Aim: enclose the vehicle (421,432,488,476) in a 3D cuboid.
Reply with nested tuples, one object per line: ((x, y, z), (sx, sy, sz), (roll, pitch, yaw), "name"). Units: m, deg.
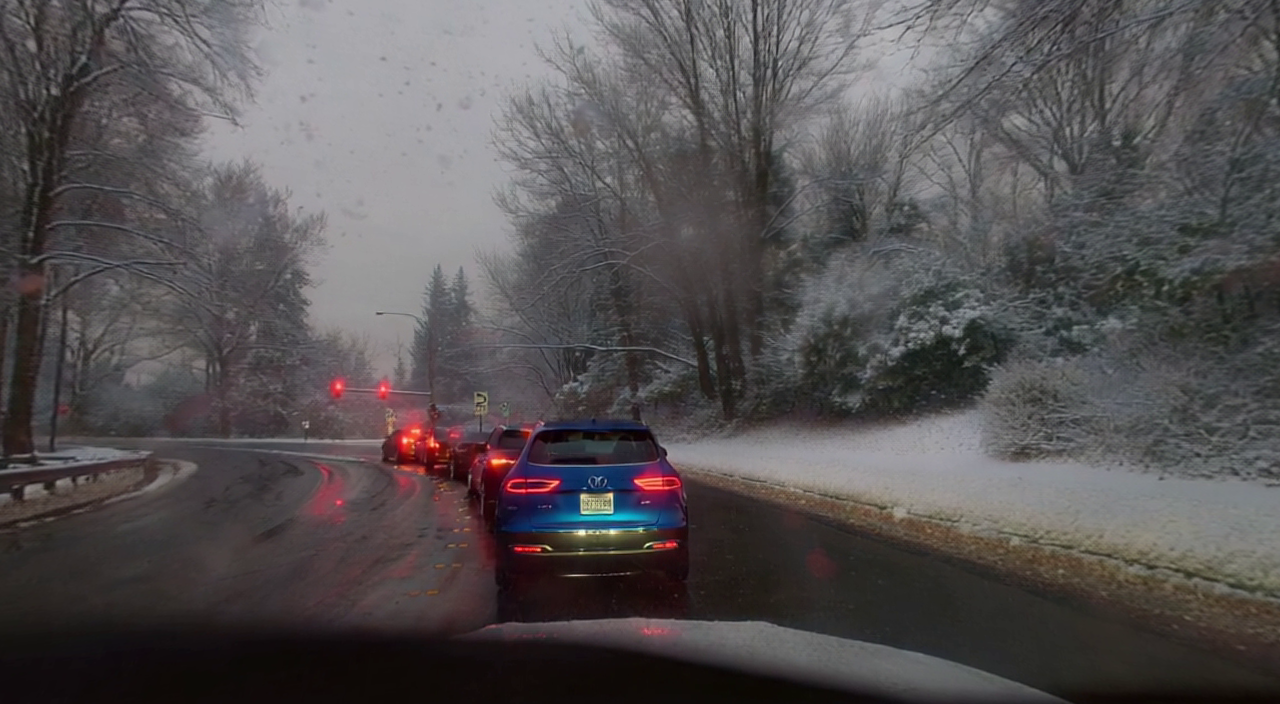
((-7.288, 3.931, 24.492), (1.902, 1.536, 3.662), (4, -9, -25), "vehicle")

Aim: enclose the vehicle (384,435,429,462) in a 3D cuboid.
((-13.752, 5.630, 36.903), (1.863, 1.488, 4.426), (4, -9, -27), "vehicle")

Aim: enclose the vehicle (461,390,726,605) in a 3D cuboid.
((-0.678, 1.457, 7.204), (2.134, 1.671, 4.147), (1, -8, -9), "vehicle")
